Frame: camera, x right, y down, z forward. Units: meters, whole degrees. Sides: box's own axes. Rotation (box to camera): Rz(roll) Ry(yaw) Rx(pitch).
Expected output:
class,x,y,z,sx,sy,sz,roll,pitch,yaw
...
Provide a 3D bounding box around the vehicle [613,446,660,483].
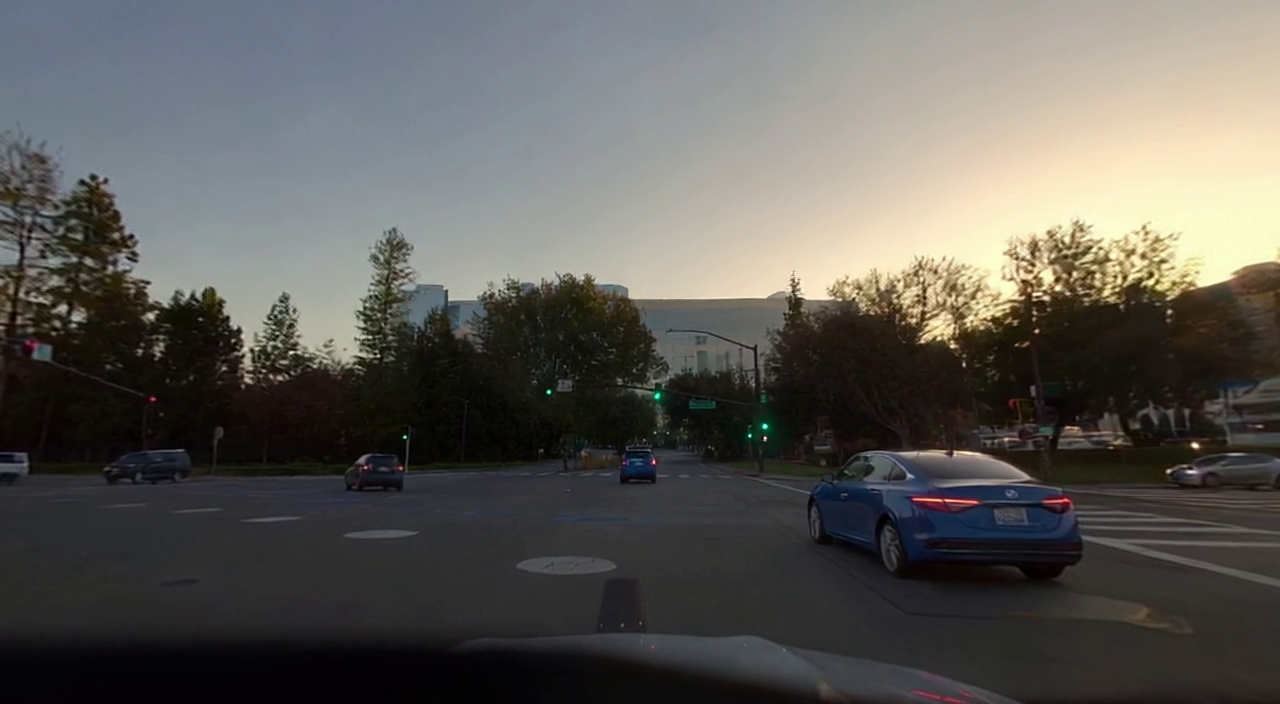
class,x,y,z,sx,sy,sz,roll,pitch,yaw
vehicle,-0.166,5.471,30.853,2.108,1.654,4.235,0,-8,0

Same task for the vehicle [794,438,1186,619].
class,x,y,z,sx,sy,sz,roll,pitch,yaw
vehicle,3.452,1.798,7.496,2.056,1.468,4.520,0,-8,0

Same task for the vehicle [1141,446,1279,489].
class,x,y,z,sx,sy,sz,roll,pitch,yaw
vehicle,23.452,4.584,25.149,4.705,1.631,2.053,-2,-9,16

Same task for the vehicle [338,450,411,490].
class,x,y,z,sx,sy,sz,roll,pitch,yaw
vehicle,-12.080,5.275,28.438,1.987,1.633,4.005,7,-11,-37
